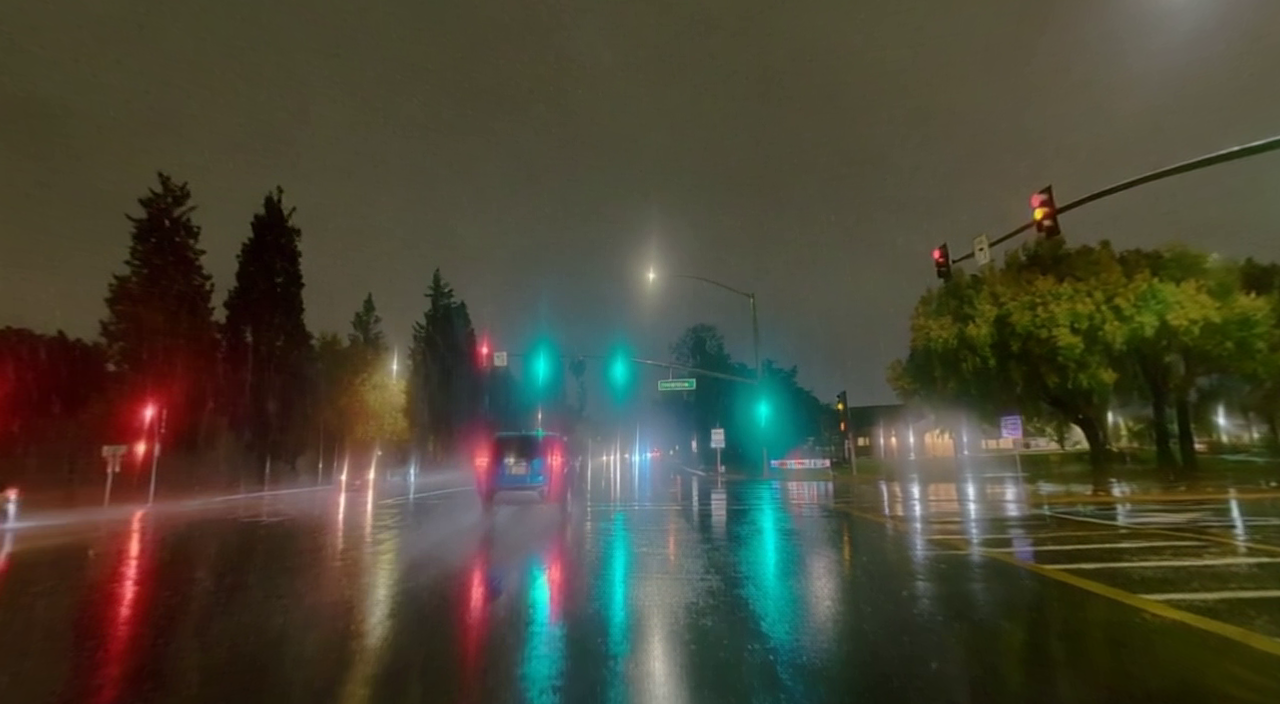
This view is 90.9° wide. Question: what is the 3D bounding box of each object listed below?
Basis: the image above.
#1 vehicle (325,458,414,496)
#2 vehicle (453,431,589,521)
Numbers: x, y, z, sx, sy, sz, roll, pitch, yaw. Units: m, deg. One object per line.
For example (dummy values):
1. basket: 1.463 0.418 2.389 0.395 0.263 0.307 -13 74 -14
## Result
1. vehicle: -12.153 5.609 28.635 1.980 1.452 4.318 0 -8 2
2. vehicle: -2.579 2.822 14.937 2.123 1.799 4.425 -1 -8 3
